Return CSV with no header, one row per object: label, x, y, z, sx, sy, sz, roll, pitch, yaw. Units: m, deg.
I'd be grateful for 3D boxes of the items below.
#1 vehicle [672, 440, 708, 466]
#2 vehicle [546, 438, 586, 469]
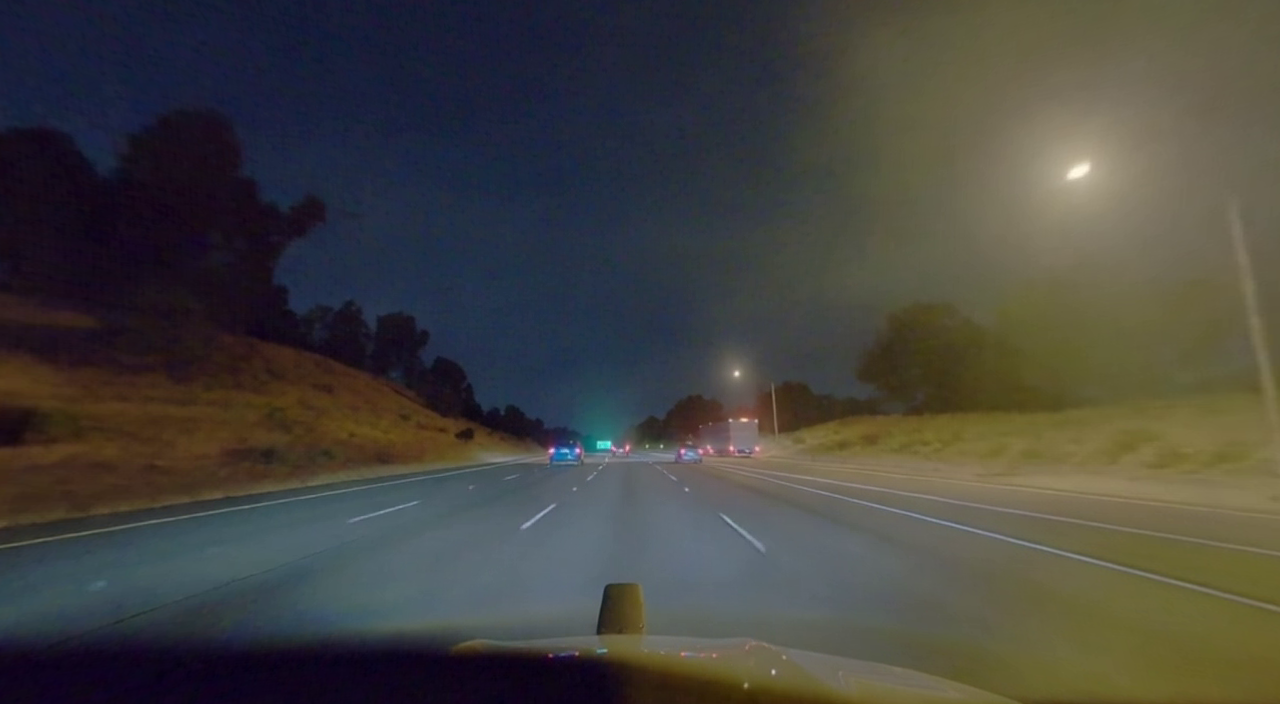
vehicle,3.363,6.879,43.103,1.995,1.712,4.206,0,-8,-2
vehicle,-4.750,6.557,41.026,2.120,1.855,4.619,0,-8,-1
